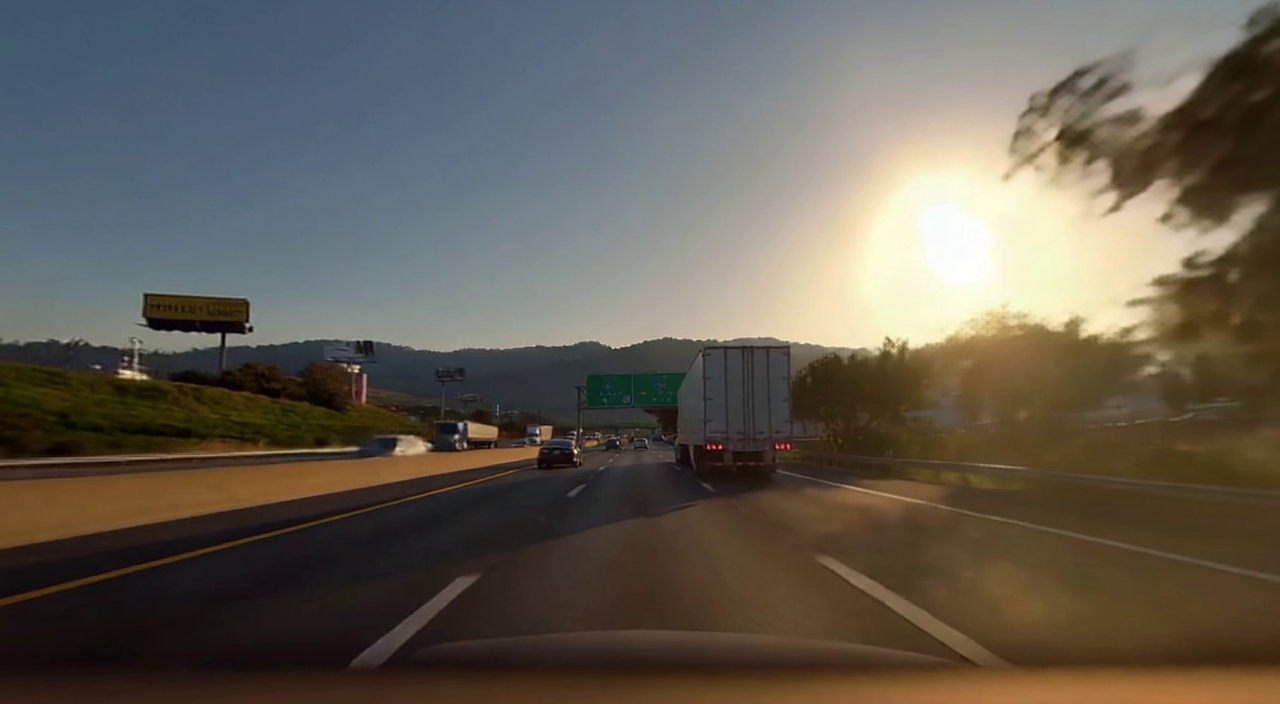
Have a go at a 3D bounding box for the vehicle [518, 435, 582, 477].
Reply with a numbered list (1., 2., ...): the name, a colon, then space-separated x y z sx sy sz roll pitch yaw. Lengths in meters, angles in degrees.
1. vehicle: -3.395 3.970 24.441 1.930 1.484 3.849 0 -8 0

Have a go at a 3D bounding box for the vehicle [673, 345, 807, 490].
1. vehicle: 2.924 2.464 22.275 2.871 3.815 11.331 0 -8 0

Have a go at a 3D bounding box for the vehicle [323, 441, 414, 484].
1. vehicle: -11.685 4.732 27.495 1.950 1.675 4.630 0 -8 -1
